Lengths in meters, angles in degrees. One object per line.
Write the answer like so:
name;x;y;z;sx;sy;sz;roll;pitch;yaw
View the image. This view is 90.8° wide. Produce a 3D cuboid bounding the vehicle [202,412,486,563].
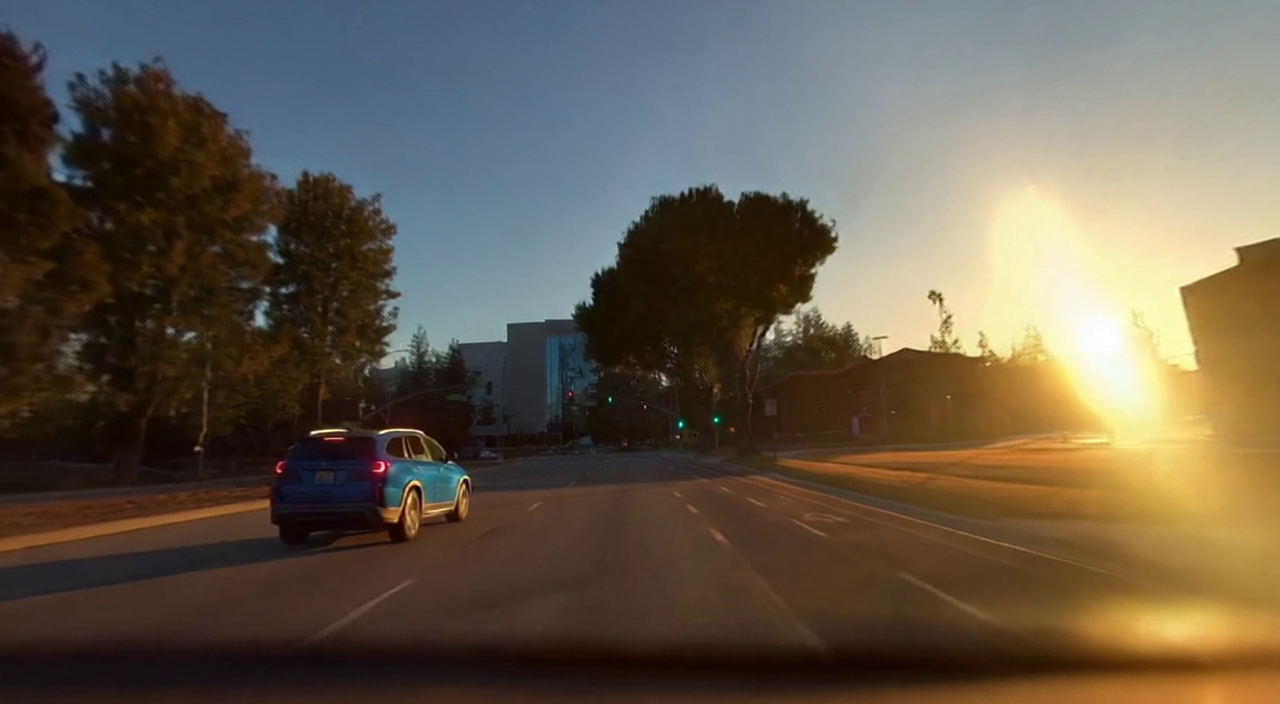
vehicle;-3.953;1.891;9.529;2.121;1.724;4.392;0;-9;0
